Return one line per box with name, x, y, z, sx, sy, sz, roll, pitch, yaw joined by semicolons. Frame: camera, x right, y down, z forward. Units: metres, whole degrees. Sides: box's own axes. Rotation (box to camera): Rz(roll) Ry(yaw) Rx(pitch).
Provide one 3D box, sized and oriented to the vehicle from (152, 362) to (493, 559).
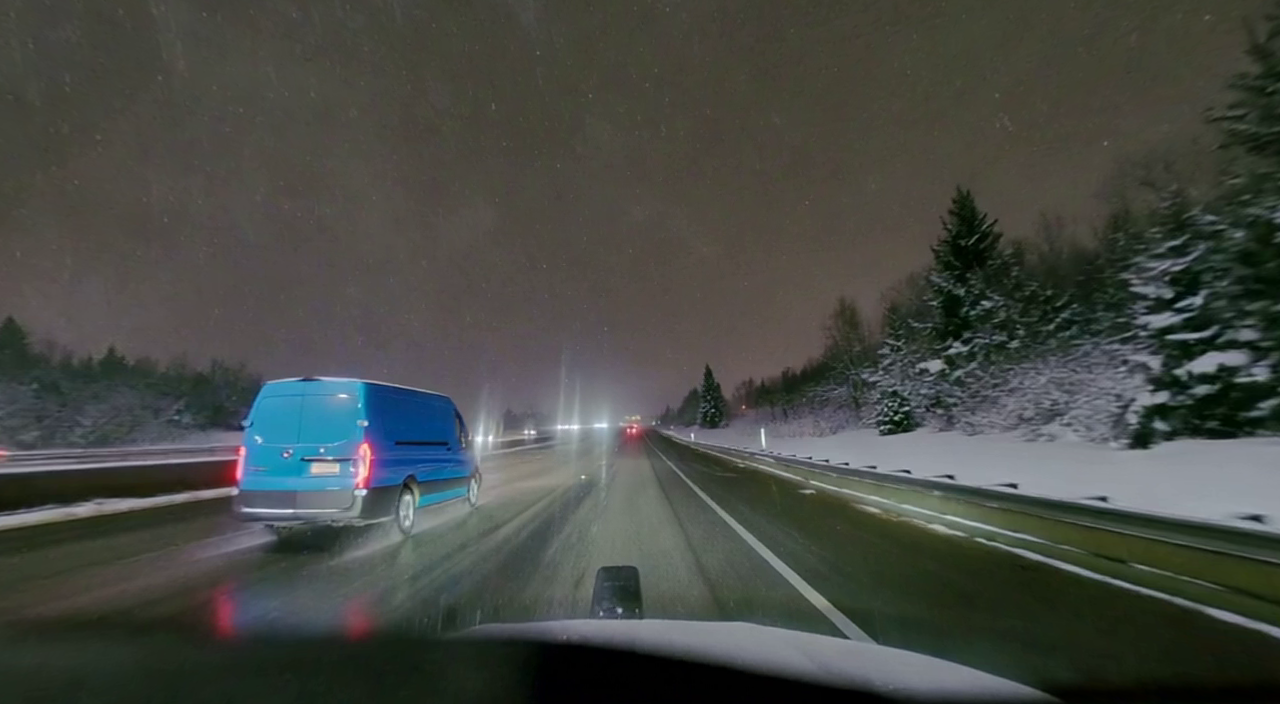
vehicle;-3.896;1.461;9.087;2.309;2.053;4.884;0;-8;1
